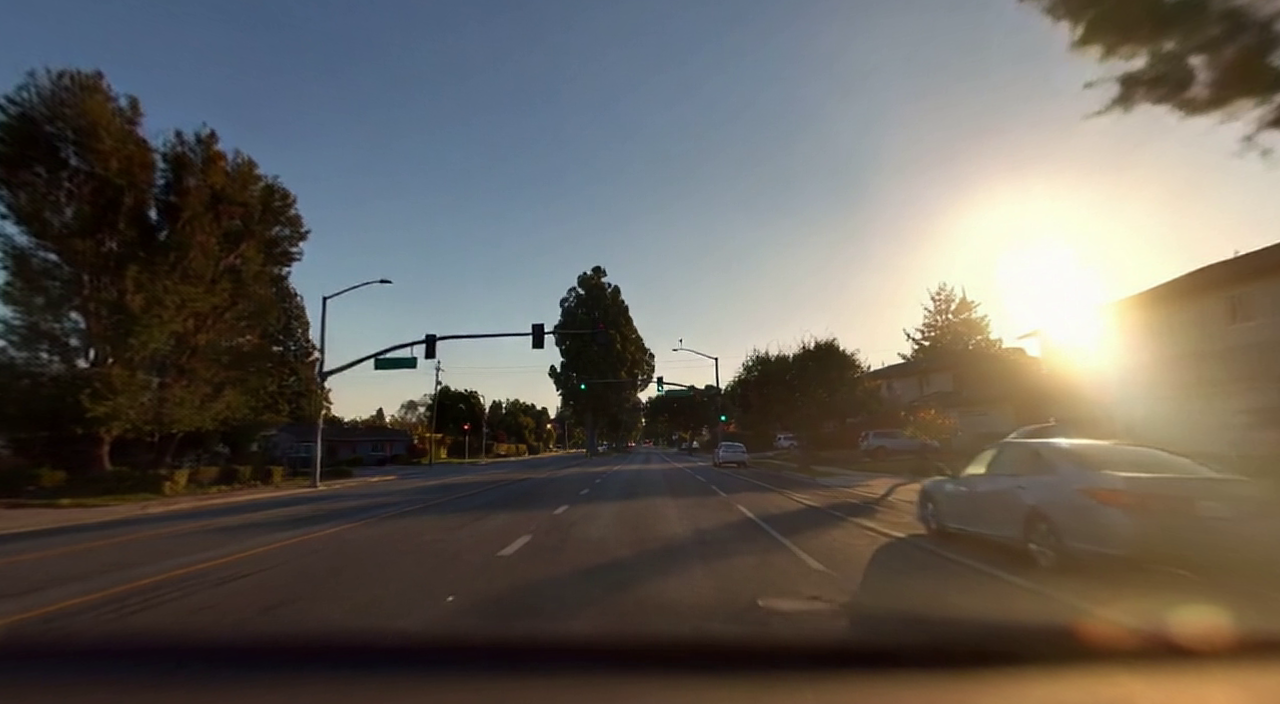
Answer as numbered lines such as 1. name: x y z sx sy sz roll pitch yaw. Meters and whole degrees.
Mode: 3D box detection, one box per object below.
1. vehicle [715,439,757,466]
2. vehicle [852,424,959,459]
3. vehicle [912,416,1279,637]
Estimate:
1. vehicle: 5.825 6.135 38.727 1.950 1.567 4.083 0 -8 1
2. vehicle: 13.462 4.579 32.185 4.474 1.710 2.148 0 -8 1
3. vehicle: 5.103 1.565 6.857 1.997 1.521 4.747 0 -8 -2
